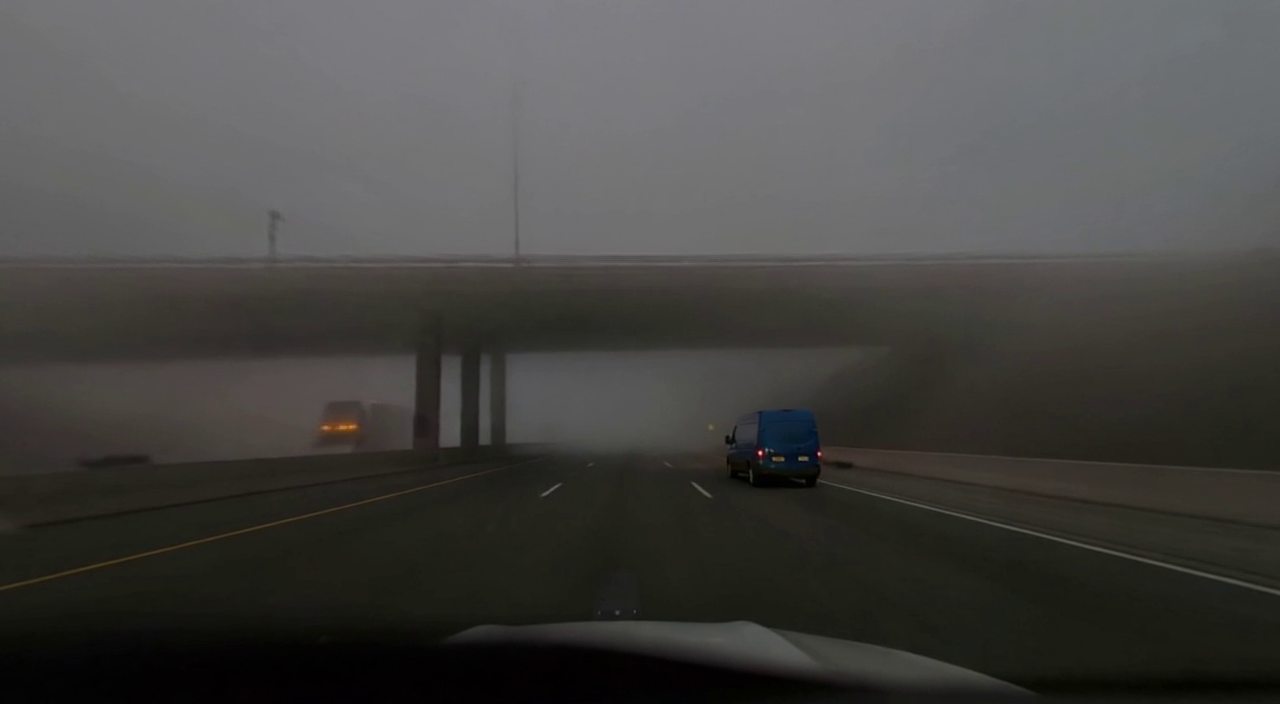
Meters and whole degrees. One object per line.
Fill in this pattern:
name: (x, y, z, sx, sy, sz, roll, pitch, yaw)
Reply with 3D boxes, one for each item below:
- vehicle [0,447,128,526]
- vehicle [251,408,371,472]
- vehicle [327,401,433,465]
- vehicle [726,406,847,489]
vehicle: (-13.743, 2.845, 13.526, 1.890, 1.523, 4.262, -1, -8, 0)
vehicle: (-22.266, 6.053, 43.521, 3.030, 3.882, 10.014, 0, -8, -2)
vehicle: (-17.489, 5.625, 43.424, 3.018, 3.854, 10.404, 0, -8, -1)
vehicle: (3.913, 2.673, 17.817, 2.161, 2.002, 4.631, 0, -8, -2)
